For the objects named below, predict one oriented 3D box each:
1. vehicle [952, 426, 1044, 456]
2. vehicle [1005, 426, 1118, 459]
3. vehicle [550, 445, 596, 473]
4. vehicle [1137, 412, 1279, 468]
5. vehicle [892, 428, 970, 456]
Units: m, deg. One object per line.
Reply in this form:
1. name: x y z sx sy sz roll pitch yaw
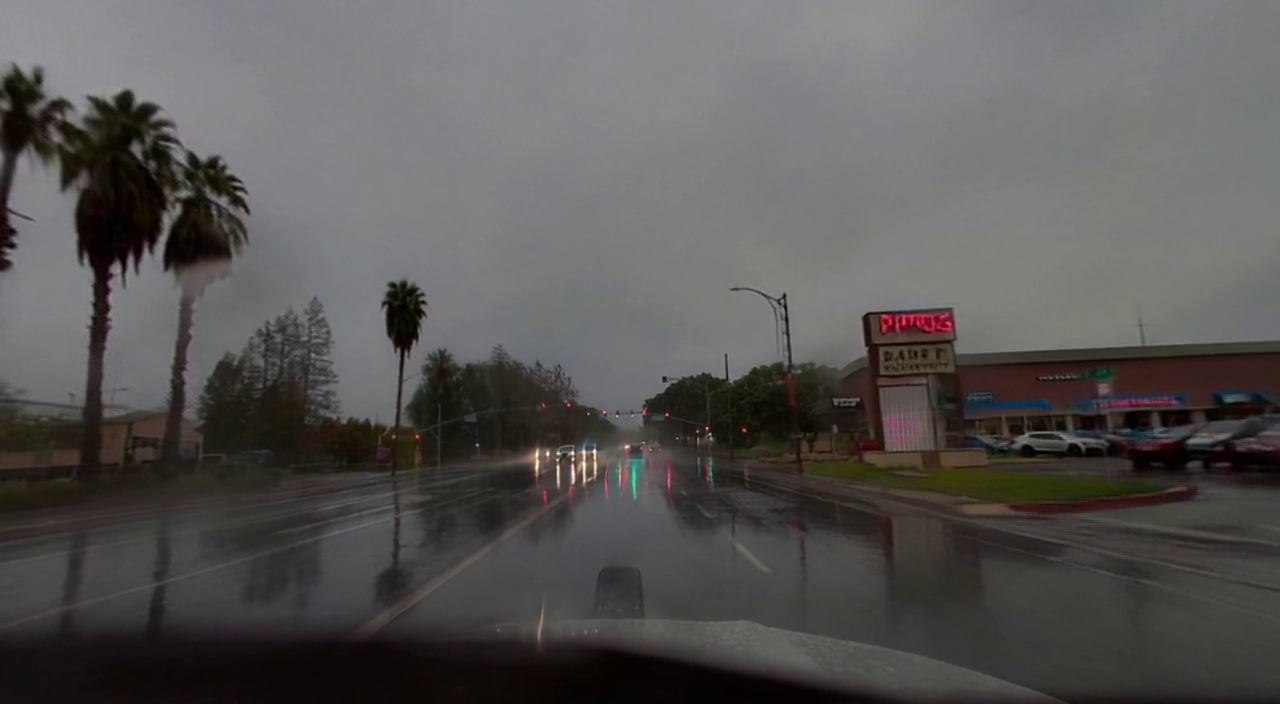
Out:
1. vehicle: 21.625 5.438 38.362 4.600 1.677 1.980 -5 -10 26
2. vehicle: 21.396 4.674 32.313 4.505 1.584 2.015 -5 -10 27
3. vehicle: -3.678 5.990 35.546 2.181 1.483 4.123 0 -9 0
4. vehicle: 21.273 3.181 22.675 4.764 1.846 2.370 -4 -9 21
5. vehicle: 20.744 6.441 45.035 4.753 1.809 2.016 -6 -9 28
